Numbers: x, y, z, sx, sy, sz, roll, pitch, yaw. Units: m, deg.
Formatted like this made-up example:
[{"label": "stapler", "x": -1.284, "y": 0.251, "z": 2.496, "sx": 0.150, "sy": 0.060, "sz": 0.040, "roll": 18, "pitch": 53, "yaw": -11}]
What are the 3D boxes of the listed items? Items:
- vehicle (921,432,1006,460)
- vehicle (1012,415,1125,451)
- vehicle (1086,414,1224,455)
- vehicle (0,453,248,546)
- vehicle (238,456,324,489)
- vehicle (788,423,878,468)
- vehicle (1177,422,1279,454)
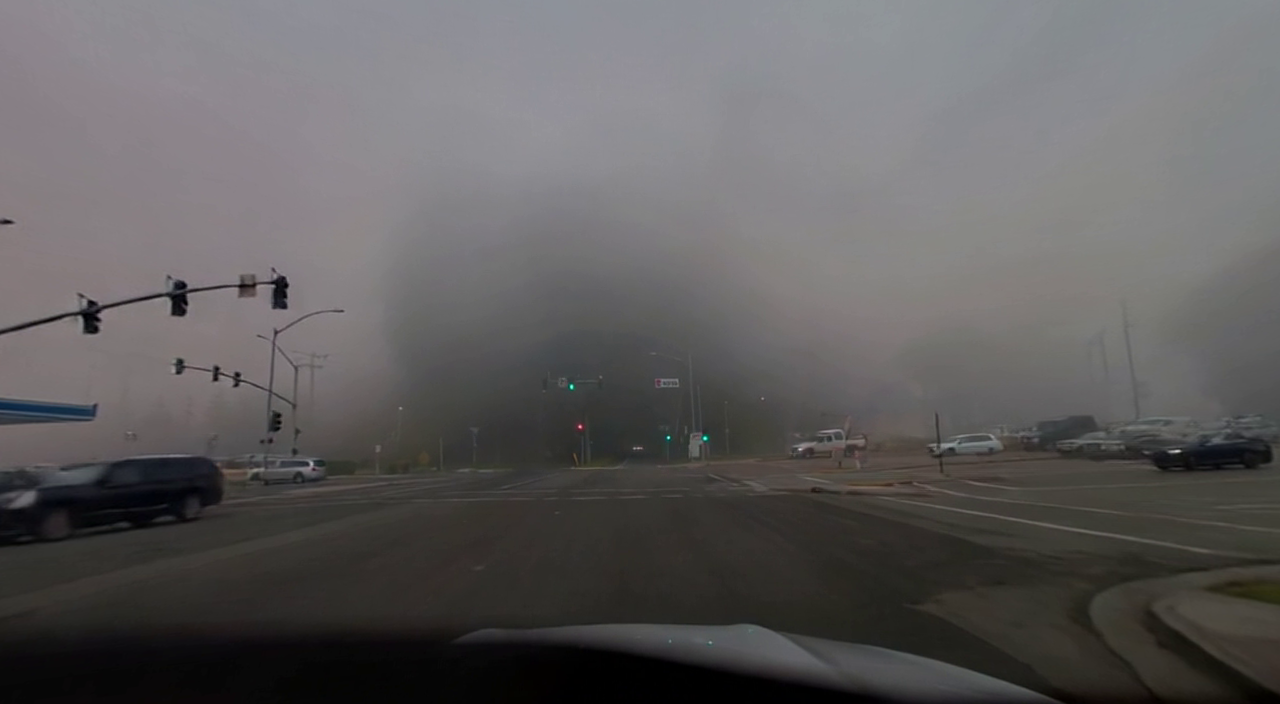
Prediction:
[{"label": "vehicle", "x": 21.628, "y": 6.302, "z": 42.322, "sx": 4.578, "sy": 1.756, "sz": 2.042, "roll": 1, "pitch": -9, "yaw": -5}, {"label": "vehicle", "x": 28.928, "y": 5.519, "z": 42.806, "sx": 5.625, "sy": 2.303, "sz": 2.592, "roll": 0, "pitch": -9, "yaw": 2}, {"label": "vehicle", "x": 30.197, "y": 4.890, "z": 37.195, "sx": 6.052, "sy": 2.171, "sz": 2.511, "roll": -1, "pitch": -9, "yaw": -5}, {"label": "vehicle", "x": -11.022, "y": 2.888, "z": 13.183, "sx": 1.920, "sy": 1.496, "sz": 4.763, "roll": -2, "pitch": -9, "yaw": 14}, {"label": "vehicle", "x": -25.865, "y": 8.657, "z": 45.640, "sx": 5.056, "sy": 1.839, "sz": 1.957, "roll": -4, "pitch": -6, "yaw": -2}, {"label": "vehicle", "x": 13.299, "y": 6.647, "z": 44.693, "sx": 2.944, "sy": 2.783, "sz": 10.332, "roll": 0, "pitch": -9, "yaw": -1}, {"label": "vehicle", "x": 30.372, "y": 4.388, "z": 32.129, "sx": 4.286, "sy": 1.519, "sz": 2.070, "roll": -1, "pitch": -9, "yaw": -4}]
